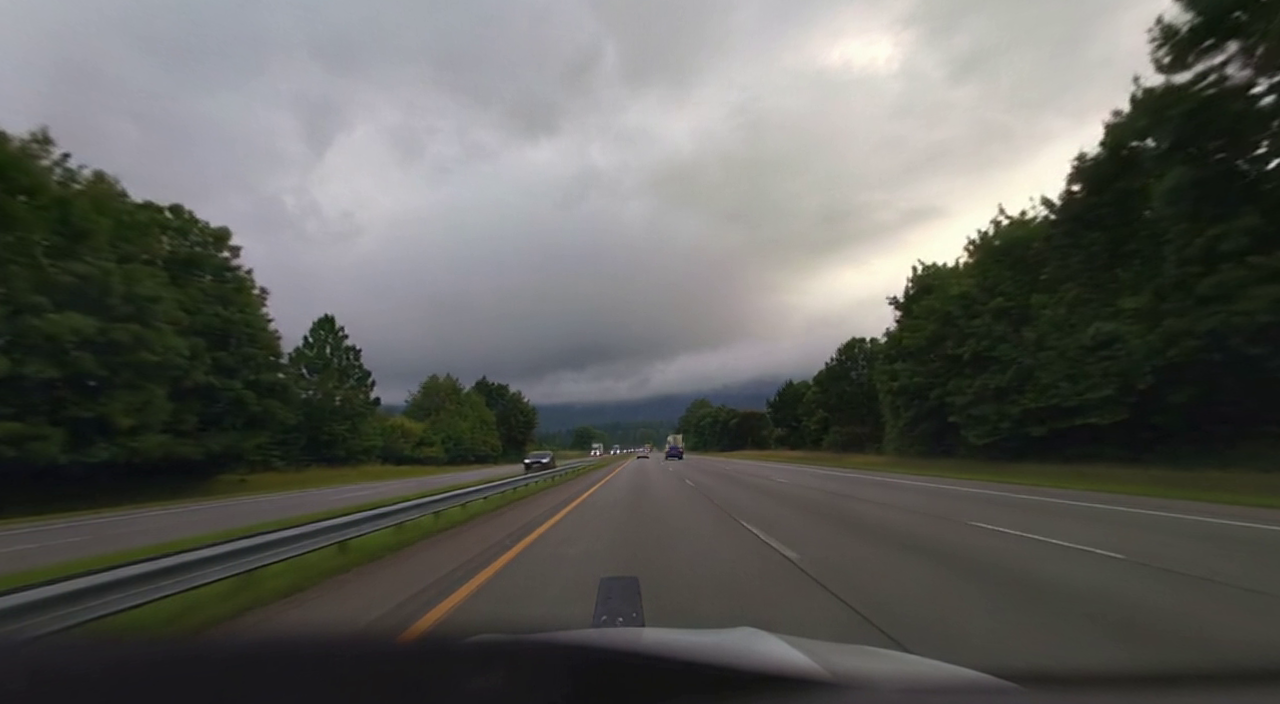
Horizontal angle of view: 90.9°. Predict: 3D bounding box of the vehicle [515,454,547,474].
[{"bbox_3d":[-8.564,8.836,49.864,1.777,1.444,4.029,0,-9,1],"label":"vehicle"}]
